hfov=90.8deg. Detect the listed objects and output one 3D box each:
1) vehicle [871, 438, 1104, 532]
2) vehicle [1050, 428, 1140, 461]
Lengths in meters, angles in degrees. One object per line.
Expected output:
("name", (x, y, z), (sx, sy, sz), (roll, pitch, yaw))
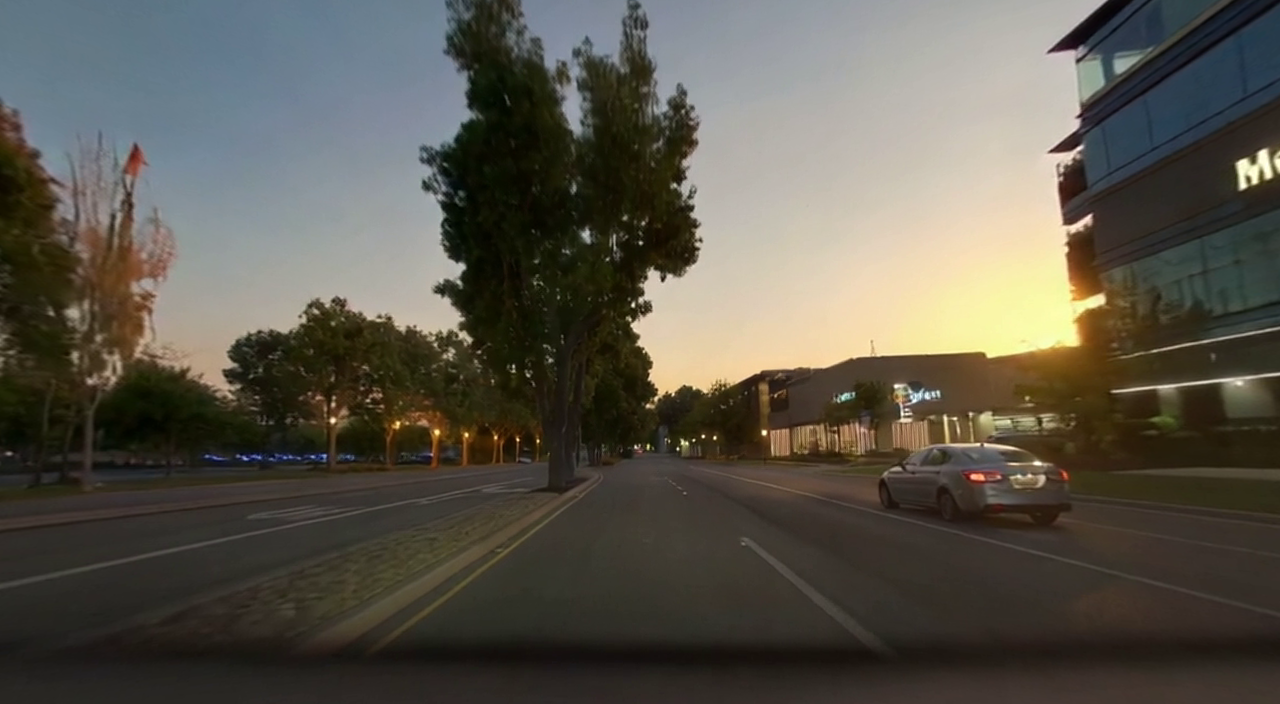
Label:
("vehicle", (6.616, 2.563, 12.839), (1.913, 1.504, 4.738), (0, -9, -2))
("vehicle", (28.918, 5.846, 40.370), (2.149, 1.871, 4.506), (-1, -6, -4))
